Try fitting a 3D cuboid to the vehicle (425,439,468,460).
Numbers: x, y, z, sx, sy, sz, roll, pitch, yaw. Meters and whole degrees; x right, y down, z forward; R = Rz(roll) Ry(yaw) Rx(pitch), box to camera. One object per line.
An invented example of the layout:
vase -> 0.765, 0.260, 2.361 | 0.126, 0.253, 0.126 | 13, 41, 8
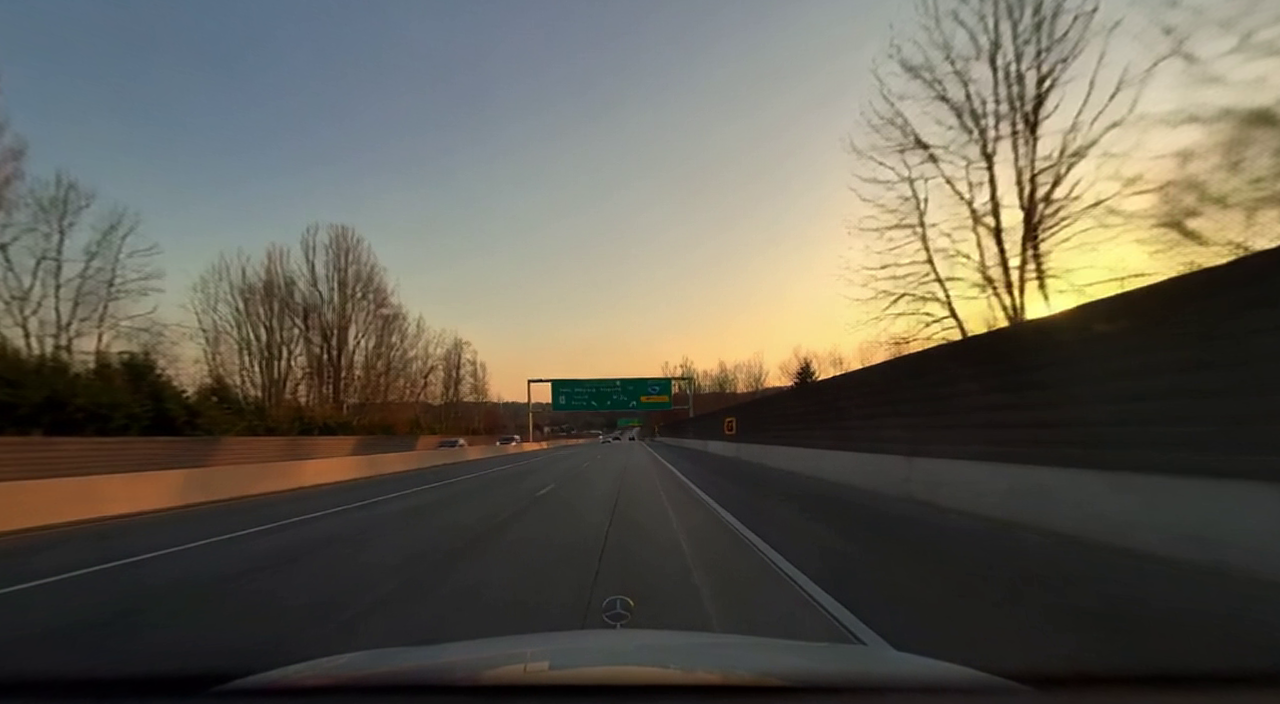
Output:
vehicle -> -14.899, 7.510, 48.612 | 1.884, 1.540, 4.588 | 0, -8, 0
